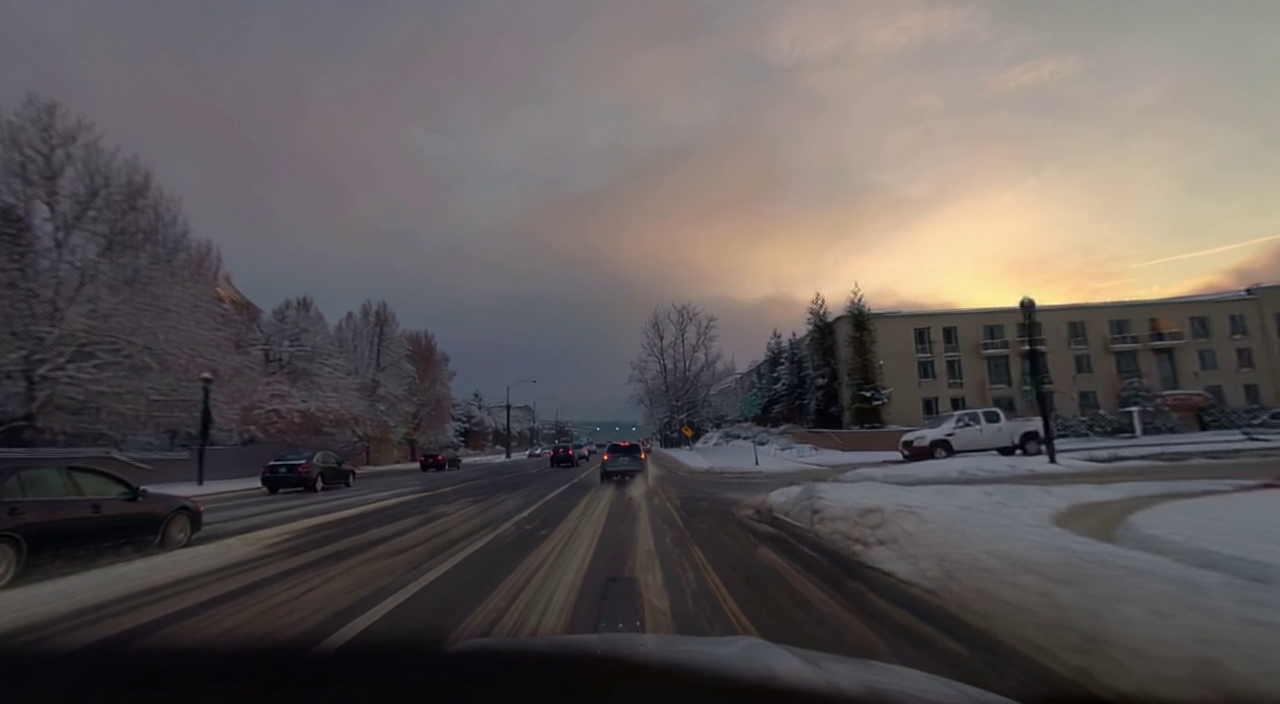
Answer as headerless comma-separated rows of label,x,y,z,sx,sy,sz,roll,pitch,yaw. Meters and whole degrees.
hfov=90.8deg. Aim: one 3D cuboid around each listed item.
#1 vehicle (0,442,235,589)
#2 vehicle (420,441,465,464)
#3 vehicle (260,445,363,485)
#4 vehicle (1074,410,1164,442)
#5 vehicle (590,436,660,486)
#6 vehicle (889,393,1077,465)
vehicle,-7.339,1.818,7.634,1.906,1.449,4.576,0,-8,-1
vehicle,-14.902,7.616,47.964,2.064,1.686,4.380,0,-8,-1
vehicle,-13.470,4.642,26.268,2.024,1.484,4.592,0,-8,-3
vehicle,27.774,4.262,36.689,3.745,1.450,1.750,-5,-6,-4
vehicle,-0.481,3.580,21.106,2.099,1.469,4.389,0,-8,-1
vehicle,12.490,2.818,23.317,5.253,2.014,2.666,-5,-7,-5
